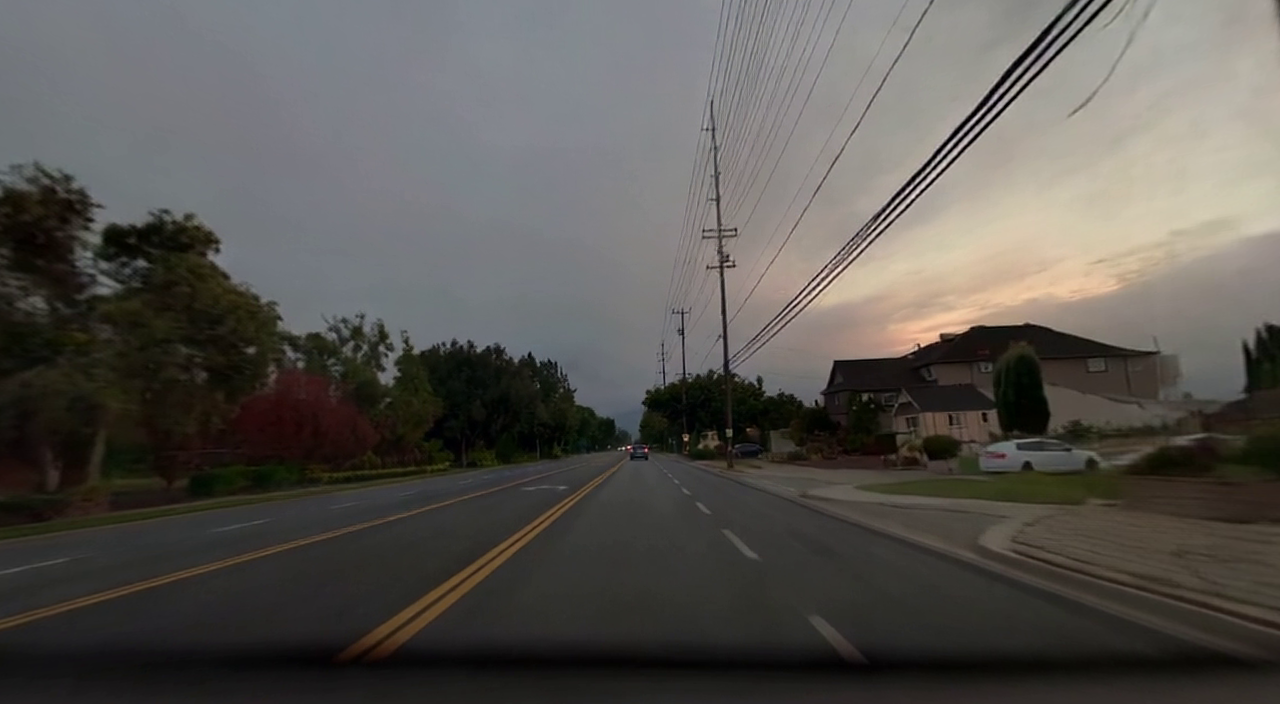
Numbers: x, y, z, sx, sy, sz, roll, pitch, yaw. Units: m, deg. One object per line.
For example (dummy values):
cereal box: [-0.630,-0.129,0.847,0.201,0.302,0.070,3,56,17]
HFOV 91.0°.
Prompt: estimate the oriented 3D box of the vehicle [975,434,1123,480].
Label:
vehicle: [14.393,3.719,22.322,3.855,1.548,1.937,0,-9,-2]

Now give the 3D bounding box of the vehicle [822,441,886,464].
vehicle: [16.303,7.709,48.186,4.153,1.442,1.822,-3,-12,0]
